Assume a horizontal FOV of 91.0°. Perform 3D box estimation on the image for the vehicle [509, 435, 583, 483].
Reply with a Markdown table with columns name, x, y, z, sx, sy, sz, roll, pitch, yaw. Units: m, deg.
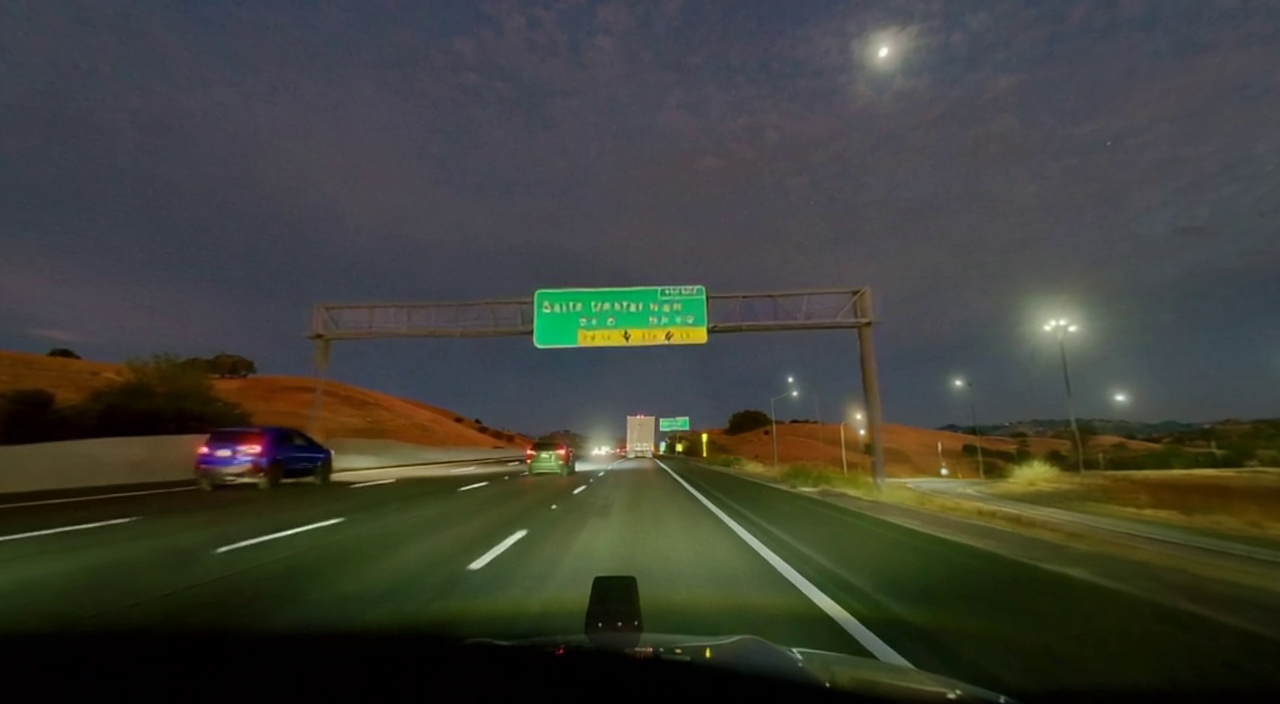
| name | x | y | z | sx | sy | sz | roll | pitch | yaw |
| --- | --- | --- | --- | --- | --- | --- | --- | --- | --- |
| vehicle | -3.721 | 4.334 | 25.839 | 2.194 | 1.725 | 4.698 | 1 | -9 | 1 |

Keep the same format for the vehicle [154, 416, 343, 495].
| name | x | y | z | sx | sy | sz | roll | pitch | yaw |
| --- | --- | --- | --- | --- | --- | --- | --- | --- | --- |
| vehicle | -10.882 | 2.945 | 18.124 | 2.111 | 1.906 | 5.028 | 1 | -9 | 1 |
